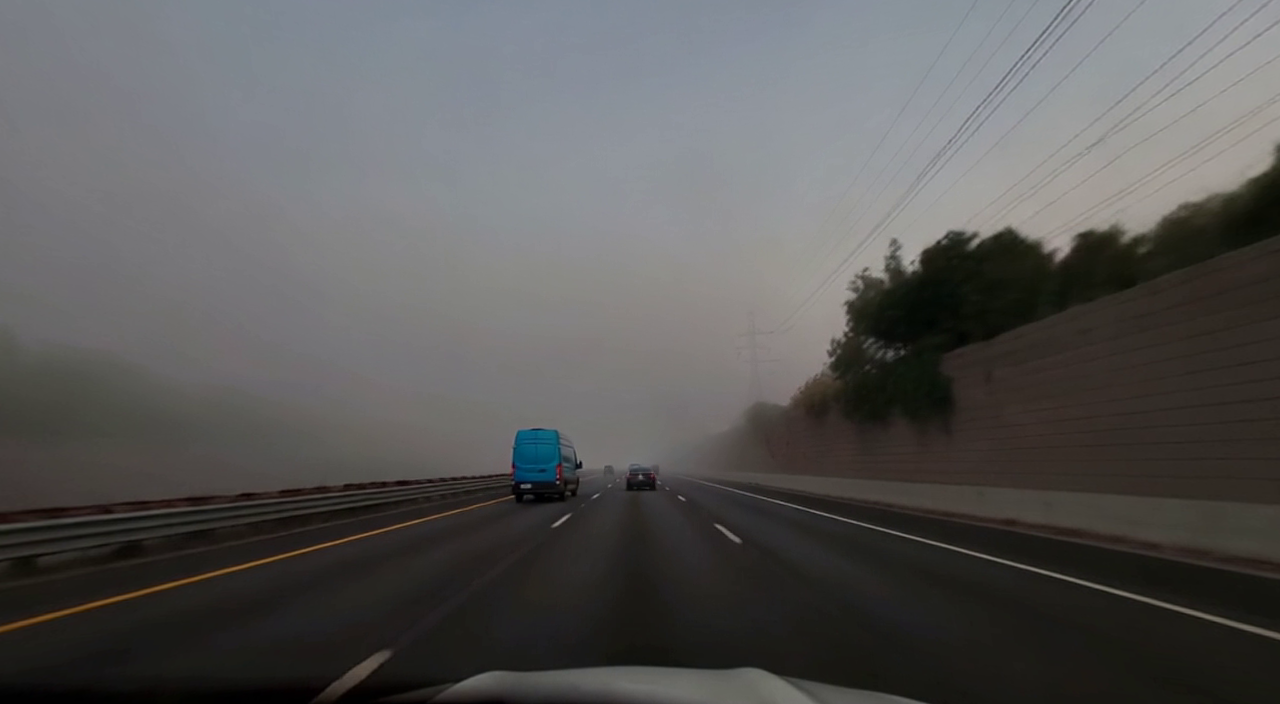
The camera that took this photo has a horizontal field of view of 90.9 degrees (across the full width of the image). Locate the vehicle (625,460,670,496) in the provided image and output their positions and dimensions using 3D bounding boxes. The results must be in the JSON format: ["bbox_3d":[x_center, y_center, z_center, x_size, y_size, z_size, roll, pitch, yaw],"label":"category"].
[{"bbox_3d":[0.333,6.011,30.152,2.006,1.554,3.863,1,-10,0],"label":"vehicle"}]

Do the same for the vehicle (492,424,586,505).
[{"bbox_3d":[-3.594,4.311,24.057,2.394,2.609,6.875,1,-10,0],"label":"vehicle"}]
